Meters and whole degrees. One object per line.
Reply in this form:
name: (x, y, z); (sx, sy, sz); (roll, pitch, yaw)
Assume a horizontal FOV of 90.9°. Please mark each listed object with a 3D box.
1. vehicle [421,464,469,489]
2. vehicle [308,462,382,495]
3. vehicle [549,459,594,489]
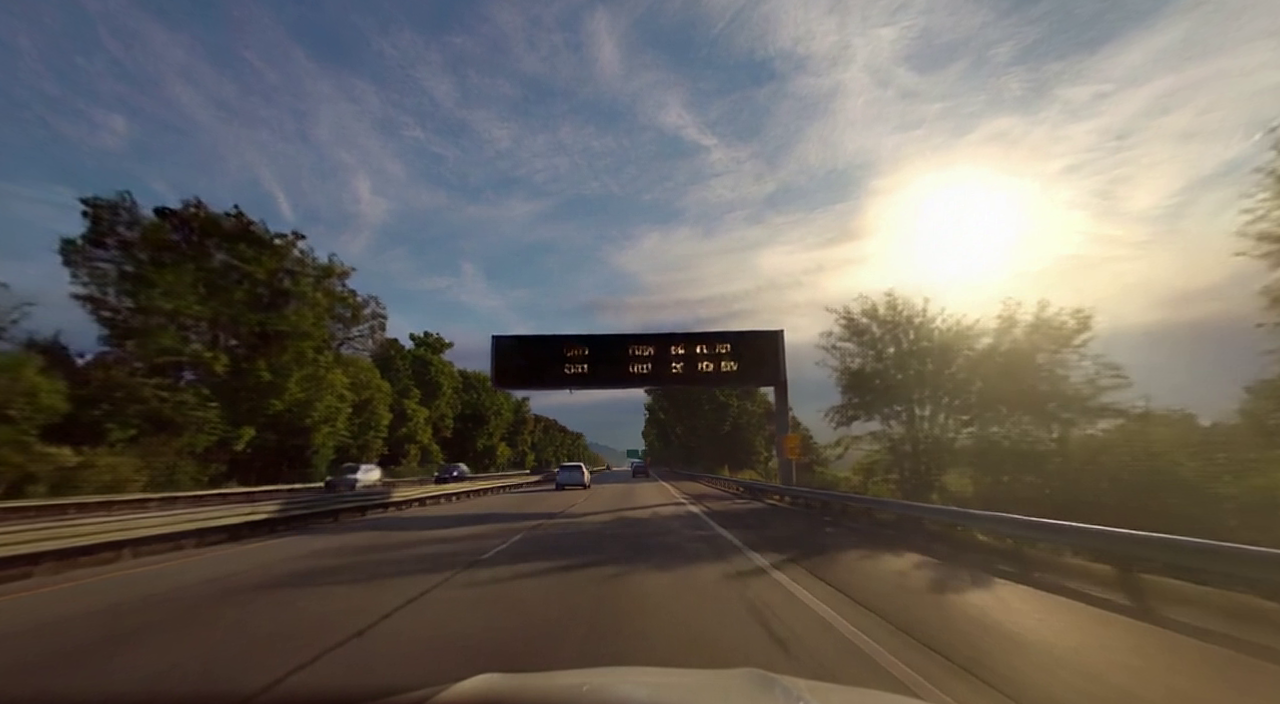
vehicle: (-13.961, 8.912, 45.337); (2.021, 1.674, 4.329); (1, -10, 0)
vehicle: (-17.466, 7.512, 37.585); (1.931, 1.758, 4.915); (0, -10, 1)
vehicle: (-3.866, 7.011, 36.365); (2.081, 1.586, 4.245); (0, -10, 1)
